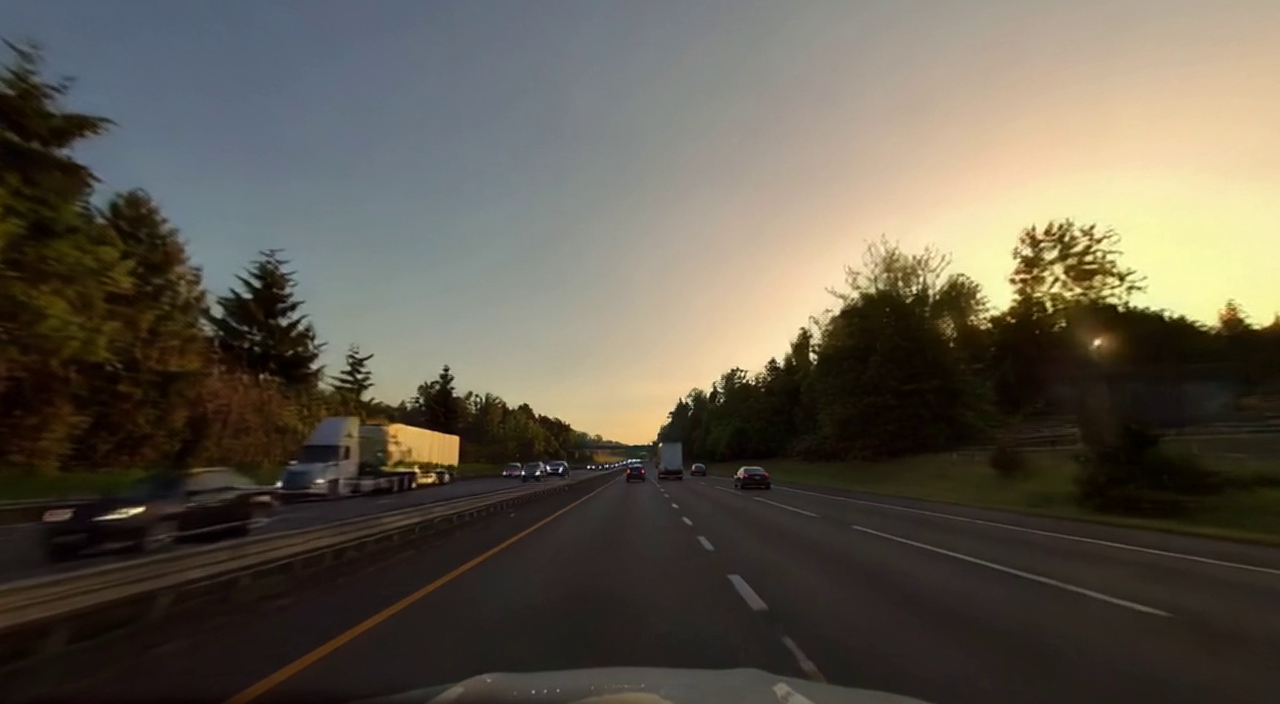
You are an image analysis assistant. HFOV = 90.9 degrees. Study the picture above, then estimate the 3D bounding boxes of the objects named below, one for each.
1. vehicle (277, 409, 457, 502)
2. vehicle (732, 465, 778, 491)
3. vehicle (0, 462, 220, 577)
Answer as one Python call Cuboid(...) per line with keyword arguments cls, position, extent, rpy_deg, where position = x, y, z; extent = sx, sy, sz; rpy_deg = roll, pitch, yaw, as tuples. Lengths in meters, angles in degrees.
Cuboid(cls="vehicle", position=(-14.111, 5.952, 35.379), extent=(2.881, 3.936, 16.436), rpy_deg=(1, -10, 0))
Cuboid(cls="vehicle", position=(7.071, 7.820, 39.217), extent=(1.977, 1.494, 4.311), rpy_deg=(1, -10, -1))
Cuboid(cls="vehicle", position=(-9.545, 2.619, 10.513), extent=(1.931, 1.502, 4.561), rpy_deg=(1, -10, -1))
